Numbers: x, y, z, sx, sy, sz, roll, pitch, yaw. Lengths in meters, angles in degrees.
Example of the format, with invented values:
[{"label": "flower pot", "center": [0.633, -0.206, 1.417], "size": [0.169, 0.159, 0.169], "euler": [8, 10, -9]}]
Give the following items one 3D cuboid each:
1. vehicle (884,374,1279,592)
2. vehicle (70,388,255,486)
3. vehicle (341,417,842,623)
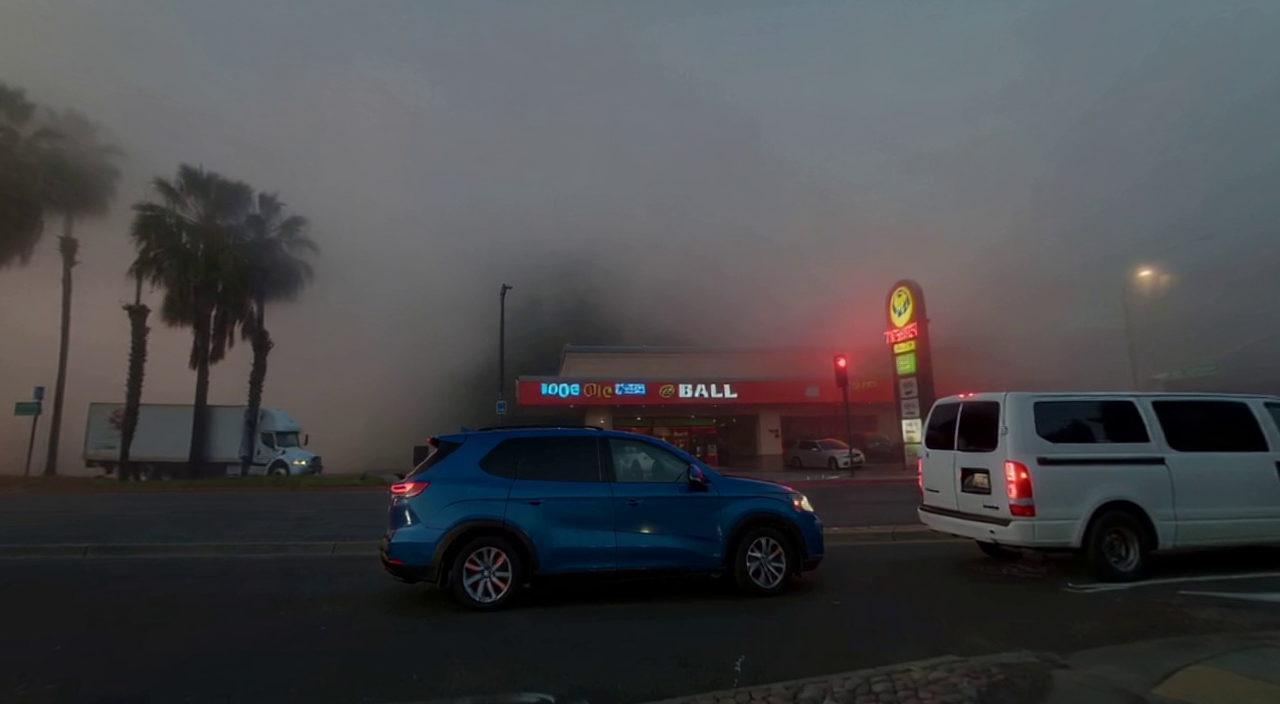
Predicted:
[{"label": "vehicle", "center": [6.691, 1.548, 8.019], "size": [6.246, 2.202, 2.277], "euler": [1, -9, -7]}, {"label": "vehicle", "center": [-21.643, 4.017, 29.439], "size": [3.034, 3.929, 7.699], "euler": [1, -9, -6]}, {"label": "vehicle", "center": [-0.465, 1.637, 6.830], "size": [4.493, 1.728, 2.137], "euler": [1, -9, -9]}]
